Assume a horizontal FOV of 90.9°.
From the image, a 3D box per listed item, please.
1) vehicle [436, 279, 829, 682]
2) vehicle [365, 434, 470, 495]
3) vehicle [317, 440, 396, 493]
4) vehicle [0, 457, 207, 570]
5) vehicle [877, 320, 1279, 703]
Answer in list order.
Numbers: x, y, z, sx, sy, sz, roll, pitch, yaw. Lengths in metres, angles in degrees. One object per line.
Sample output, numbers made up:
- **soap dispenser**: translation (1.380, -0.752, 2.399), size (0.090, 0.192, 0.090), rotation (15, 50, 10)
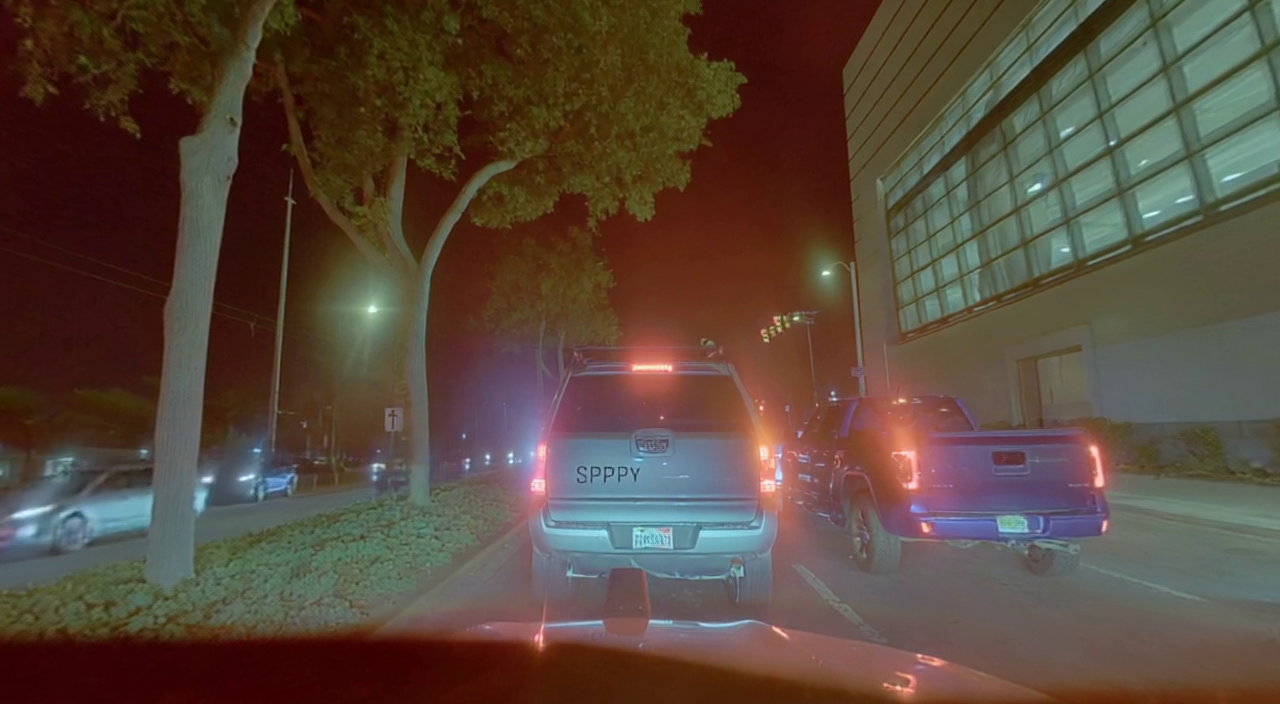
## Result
- **vehicle**: translation (0.010, 1.038, 5.969), size (2.267, 2.372, 4.366), rotation (0, -8, 2)
- **vehicle**: translation (-8.569, 4.371, 24.977), size (2.136, 2.109, 5.377), rotation (0, -8, 1)
- **vehicle**: translation (-15.732, 6.346, 35.383), size (1.924, 2.730, 5.024), rotation (0, -8, 2)
- **vehicle**: translation (-12.154, 3.301, 13.747), size (1.965, 1.897, 4.821), rotation (0, -8, 0)
- **vehicle**: translation (3.083, 0.984, 3.458), size (2.022, 1.700, 4.410), rotation (0, -8, 3)
